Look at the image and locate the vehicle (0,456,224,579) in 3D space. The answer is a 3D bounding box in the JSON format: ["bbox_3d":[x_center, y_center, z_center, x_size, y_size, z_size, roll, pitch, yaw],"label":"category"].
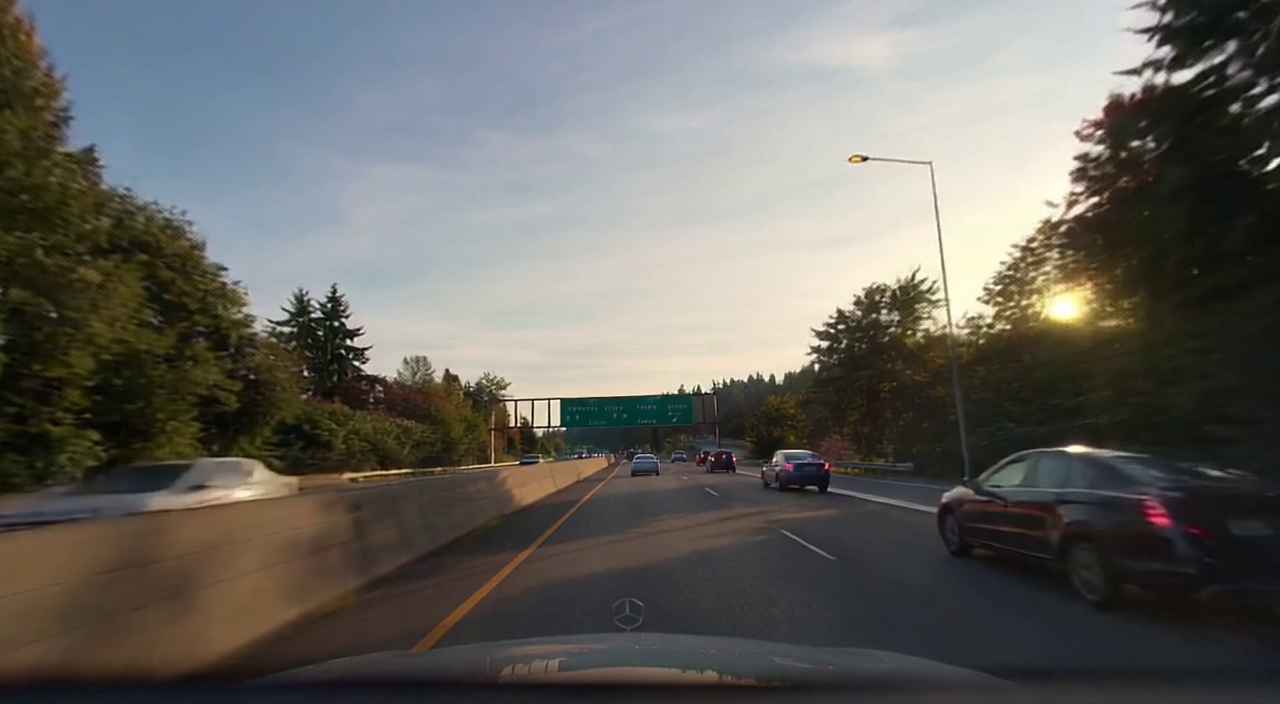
[{"bbox_3d":[-8.578,2.306,9.528,1.866,1.427,3.871,0,-9,0],"label":"vehicle"}]

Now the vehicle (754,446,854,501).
[{"bbox_3d":[4.873,3.684,19.483,1.827,1.462,4.697,0,-9,0],"label":"vehicle"}]

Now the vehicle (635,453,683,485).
[{"bbox_3d":[0.827,5.204,28.298,2.012,1.320,3.777,0,-9,1],"label":"vehicle"}]

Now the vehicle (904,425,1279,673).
[{"bbox_3d":[4.561,1.534,6.103,2.007,1.451,4.587,0,-9,0],"label":"vehicle"}]

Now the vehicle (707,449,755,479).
[{"bbox_3d":[4.887,6.069,34.293,1.952,1.495,3.740,0,-9,-1],"label":"vehicle"}]
